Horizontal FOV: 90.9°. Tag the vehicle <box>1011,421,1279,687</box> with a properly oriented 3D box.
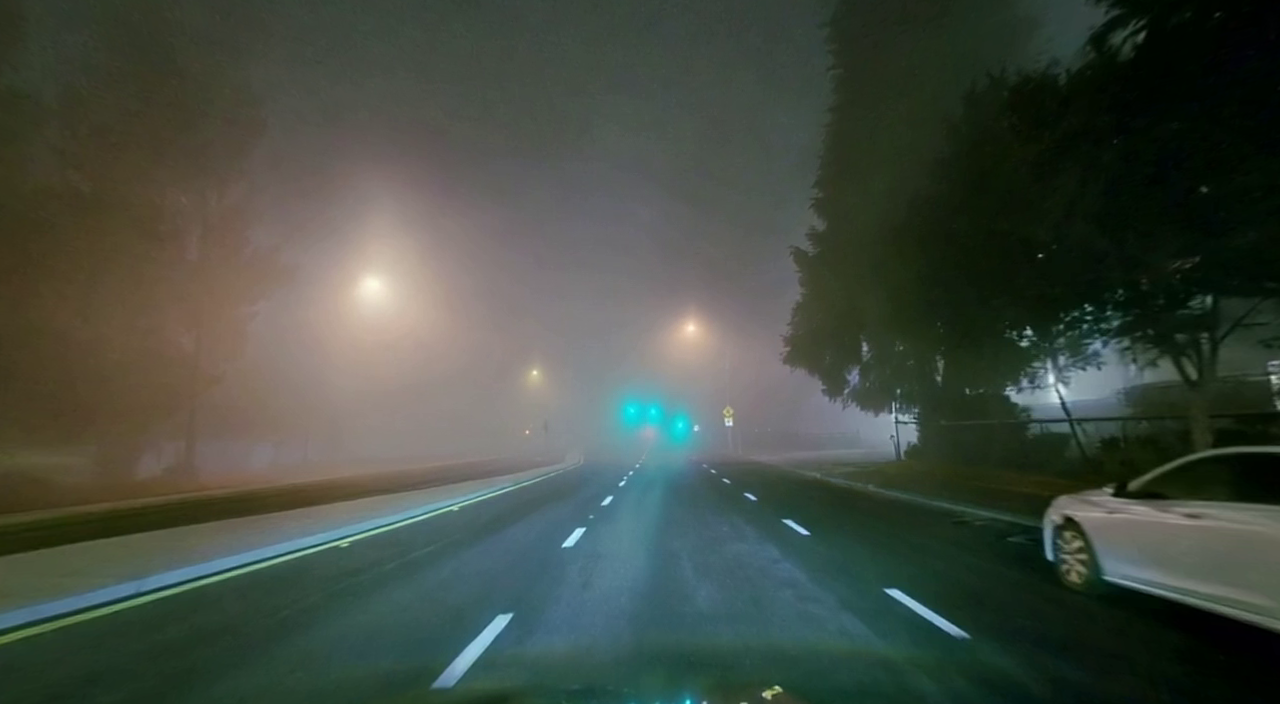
[{"bbox_3d":[4.548,1.136,3.653,2.018,1.456,4.451,0,-8,-1],"label":"vehicle"}]
